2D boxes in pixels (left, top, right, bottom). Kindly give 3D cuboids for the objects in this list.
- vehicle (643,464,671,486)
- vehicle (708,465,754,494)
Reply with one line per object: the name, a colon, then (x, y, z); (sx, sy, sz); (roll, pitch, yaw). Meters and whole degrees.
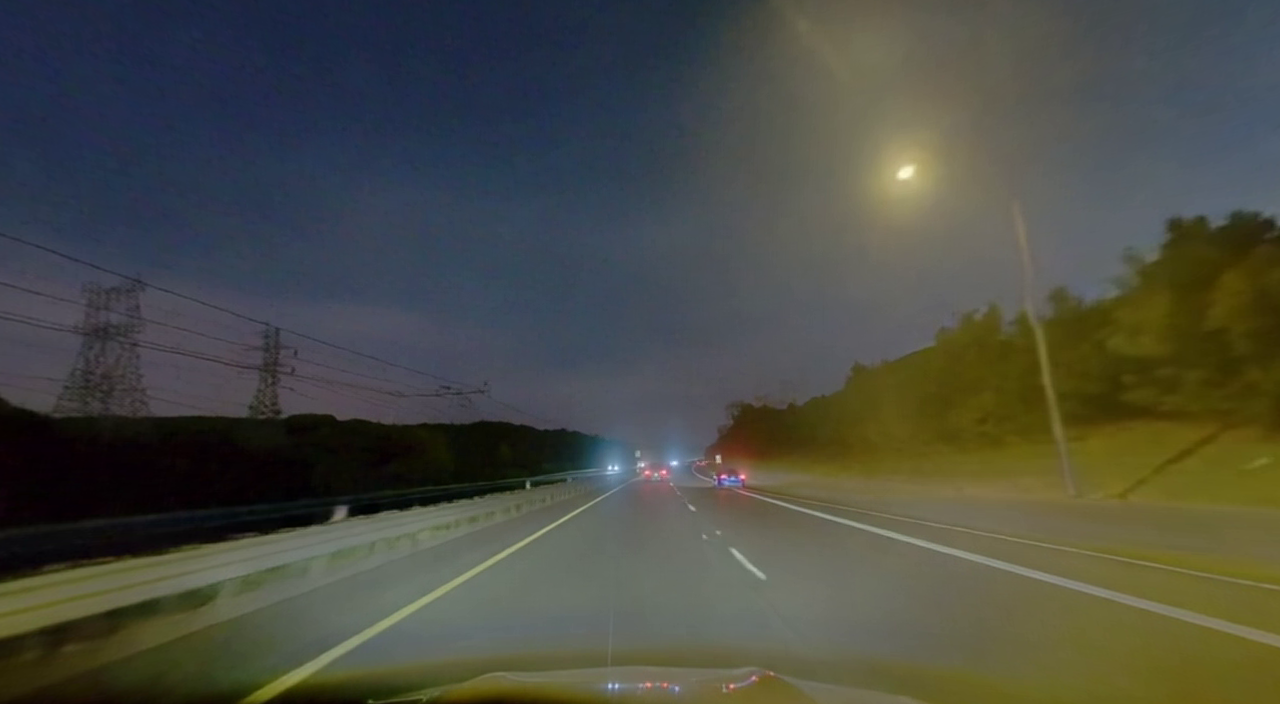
vehicle: (1.259, 9.540, 48.726); (2.038, 1.596, 4.246); (1, -10, 0)
vehicle: (5.170, 7.304, 36.226); (1.985, 1.521, 3.904); (1, -10, -1)
